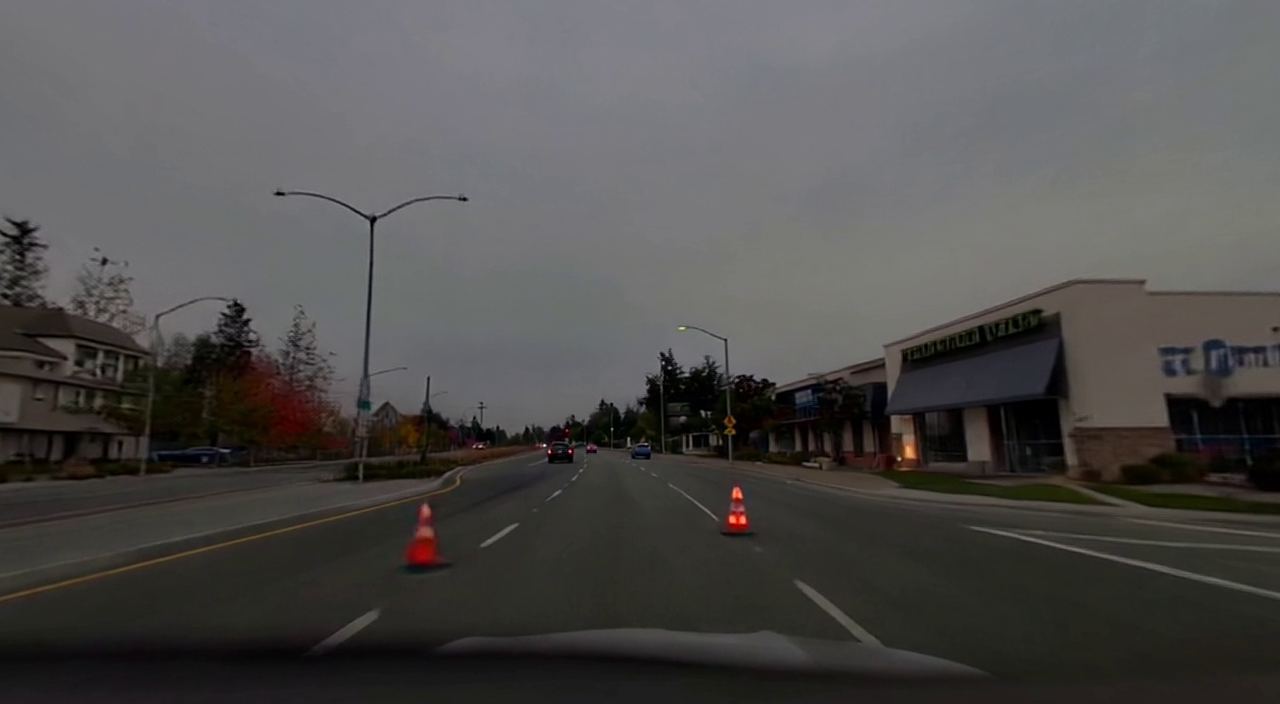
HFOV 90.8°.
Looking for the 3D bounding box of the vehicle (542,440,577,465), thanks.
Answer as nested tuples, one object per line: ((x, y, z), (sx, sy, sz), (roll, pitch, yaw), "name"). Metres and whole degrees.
((-5.958, 7.521, 47.351), (2.381, 1.721, 4.186), (0, -9, -4), "vehicle")
